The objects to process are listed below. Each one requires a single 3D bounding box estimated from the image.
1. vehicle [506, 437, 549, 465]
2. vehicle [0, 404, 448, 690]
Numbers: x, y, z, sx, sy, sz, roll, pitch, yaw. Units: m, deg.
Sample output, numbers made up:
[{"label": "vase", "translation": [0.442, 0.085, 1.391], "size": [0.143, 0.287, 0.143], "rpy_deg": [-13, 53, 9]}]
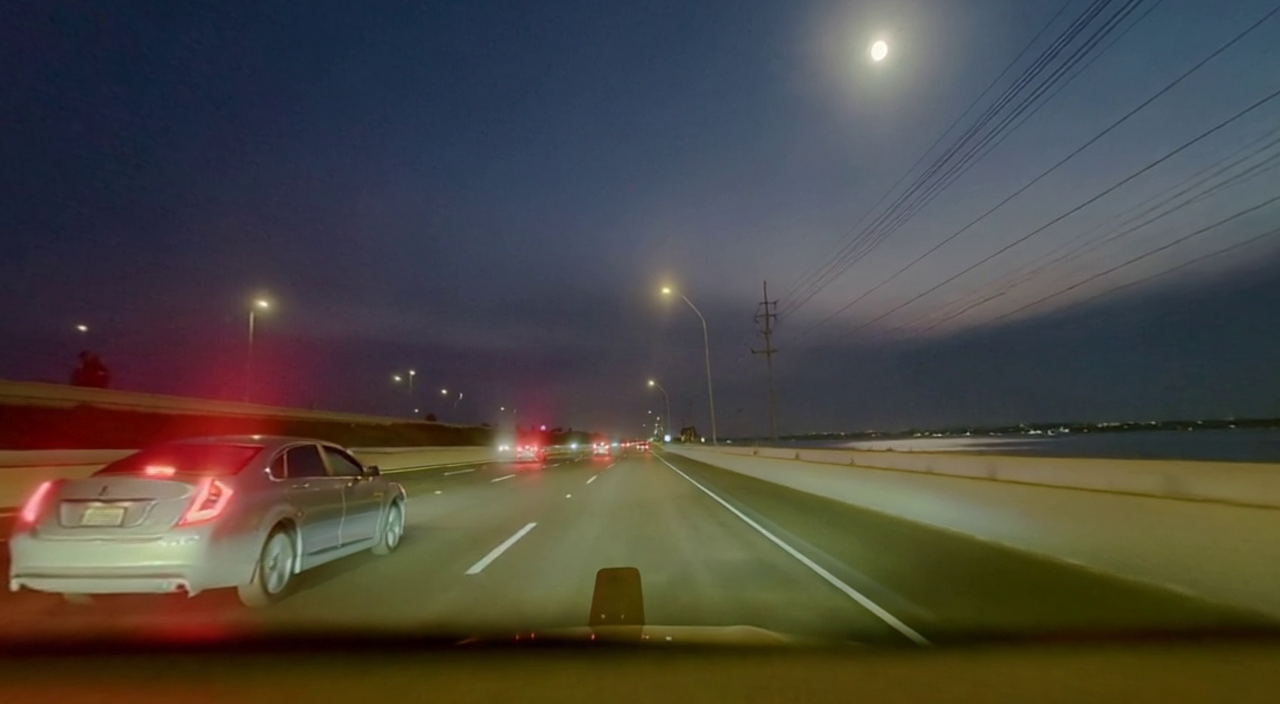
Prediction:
[{"label": "vehicle", "translation": [-7.366, 6.523, 41.777], "size": [2.050, 1.717, 4.418], "rpy_deg": [0, -8, 0]}, {"label": "vehicle", "translation": [-3.453, 1.361, 5.642], "size": [2.015, 1.501, 4.454], "rpy_deg": [0, -8, 1]}]
